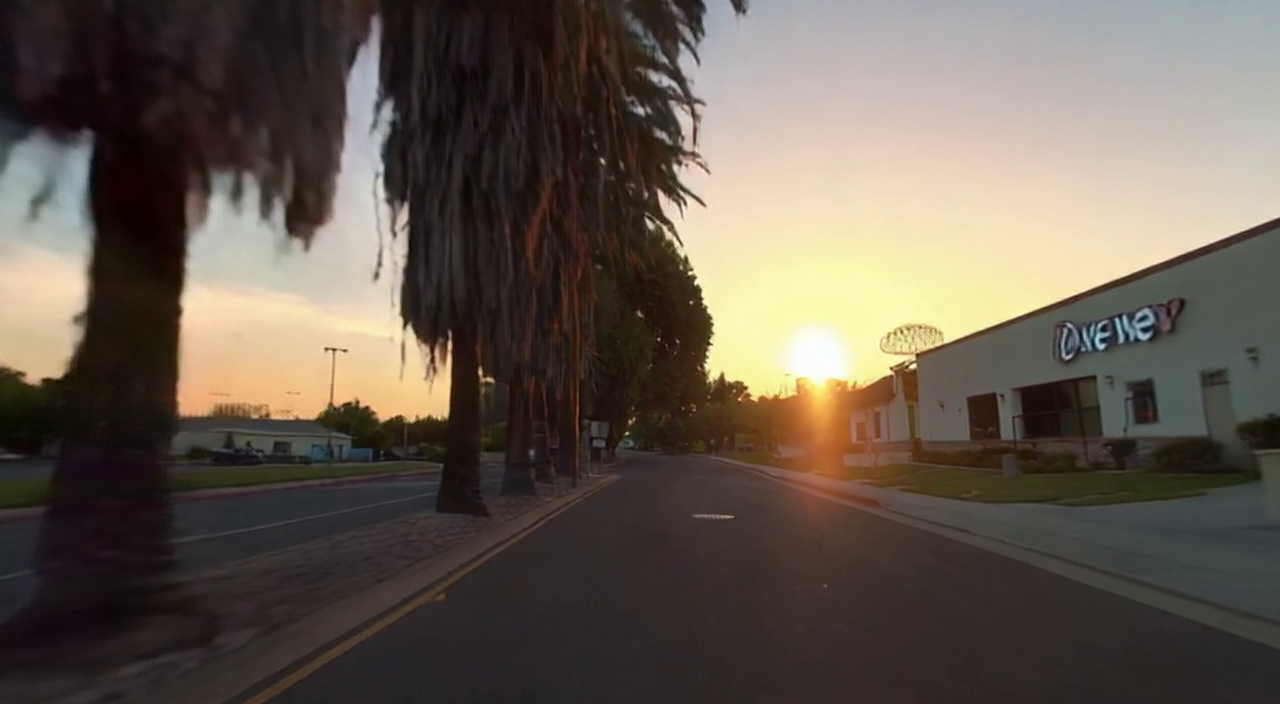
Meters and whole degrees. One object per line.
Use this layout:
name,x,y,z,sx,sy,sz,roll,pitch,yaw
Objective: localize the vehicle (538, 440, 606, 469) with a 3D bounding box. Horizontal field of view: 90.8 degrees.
vehicle,-4.749,7.028,43.649,4.651,1.863,2.174,-8,-12,43
